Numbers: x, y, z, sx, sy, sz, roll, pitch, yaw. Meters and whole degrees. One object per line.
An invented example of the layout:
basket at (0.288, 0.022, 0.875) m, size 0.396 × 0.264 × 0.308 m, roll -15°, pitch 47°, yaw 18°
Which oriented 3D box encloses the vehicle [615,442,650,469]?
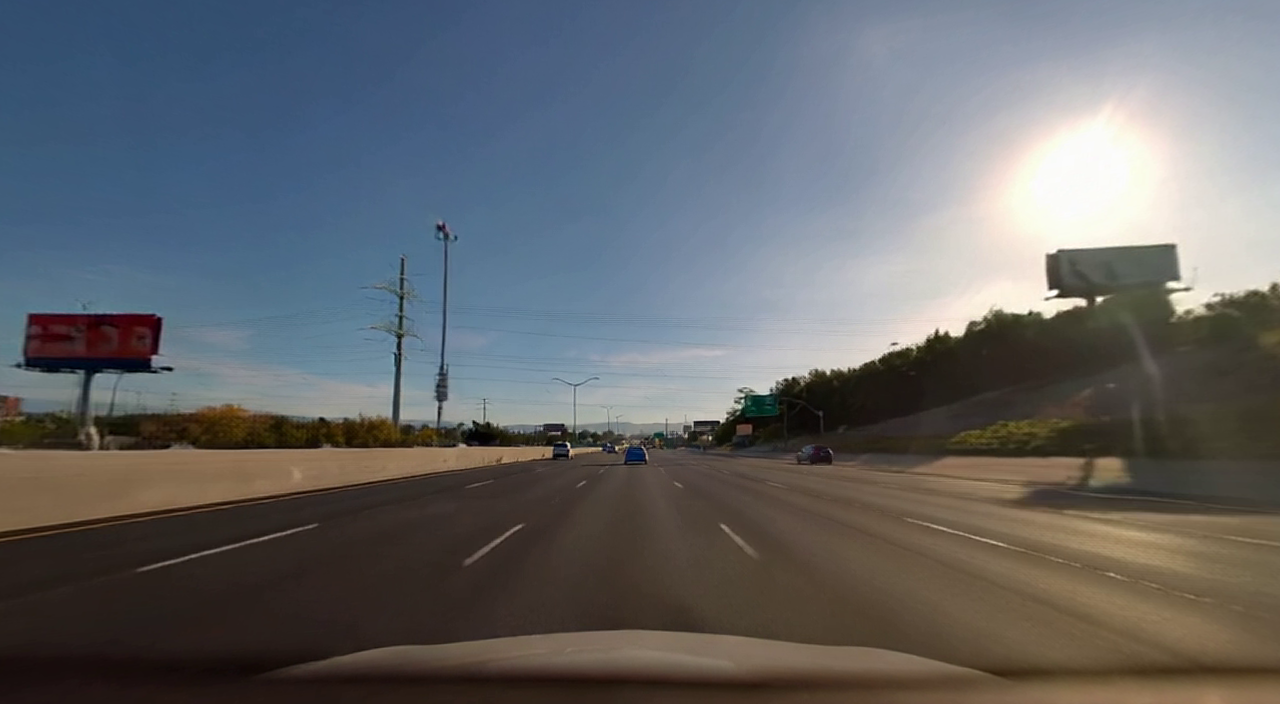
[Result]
vehicle at (-0.503, 6.435, 39.545) m, size 2.074 × 1.574 × 3.971 m, roll 0°, pitch -8°, yaw -1°
